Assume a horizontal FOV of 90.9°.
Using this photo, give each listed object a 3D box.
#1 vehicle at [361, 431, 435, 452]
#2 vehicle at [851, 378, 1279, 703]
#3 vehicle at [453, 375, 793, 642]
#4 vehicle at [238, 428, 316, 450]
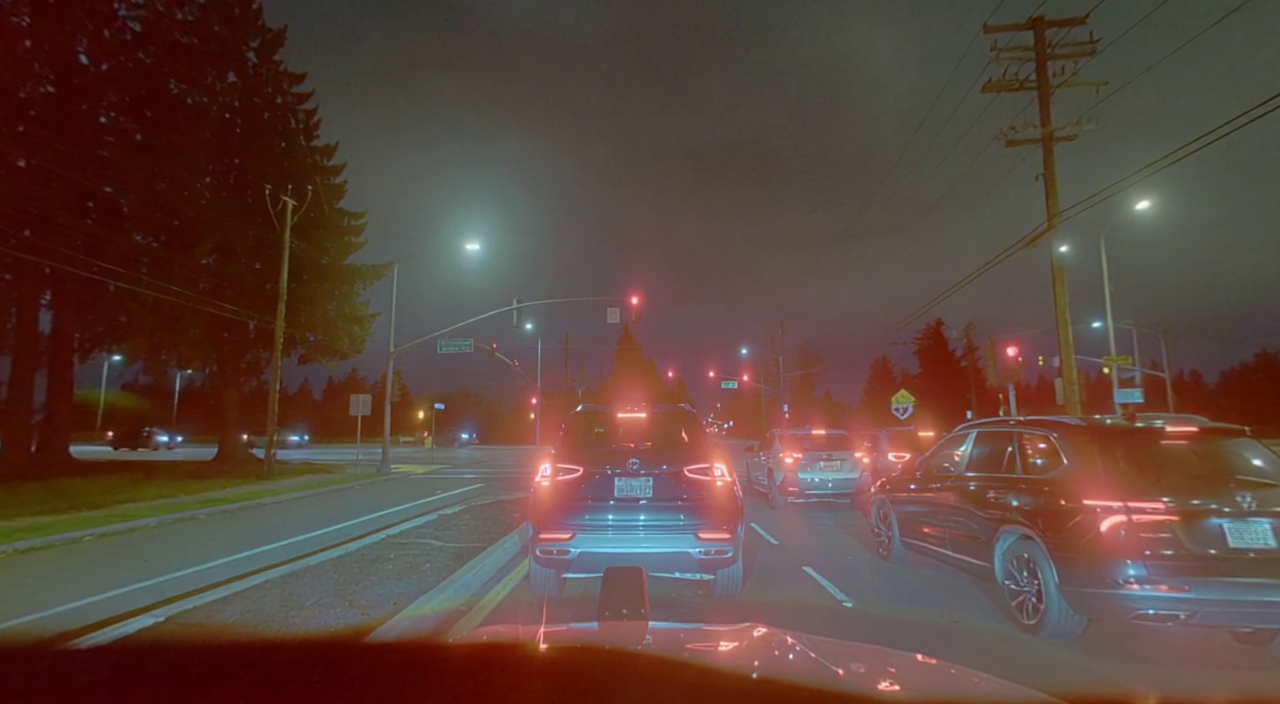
[{"bbox_3d":[-17.754,6.562,46.367,4.607,1.478,1.995,0,-8,0],"label":"vehicle"},{"bbox_3d":[3.561,1.298,5.557,1.948,1.677,4.437,0,-8,1],"label":"vehicle"},{"bbox_3d":[-0.159,1.368,6.536,2.271,1.786,4.443,0,-8,-1],"label":"vehicle"},{"bbox_3d":[-27.127,6.527,47.209,4.587,1.639,1.878,0,-8,1],"label":"vehicle"}]
